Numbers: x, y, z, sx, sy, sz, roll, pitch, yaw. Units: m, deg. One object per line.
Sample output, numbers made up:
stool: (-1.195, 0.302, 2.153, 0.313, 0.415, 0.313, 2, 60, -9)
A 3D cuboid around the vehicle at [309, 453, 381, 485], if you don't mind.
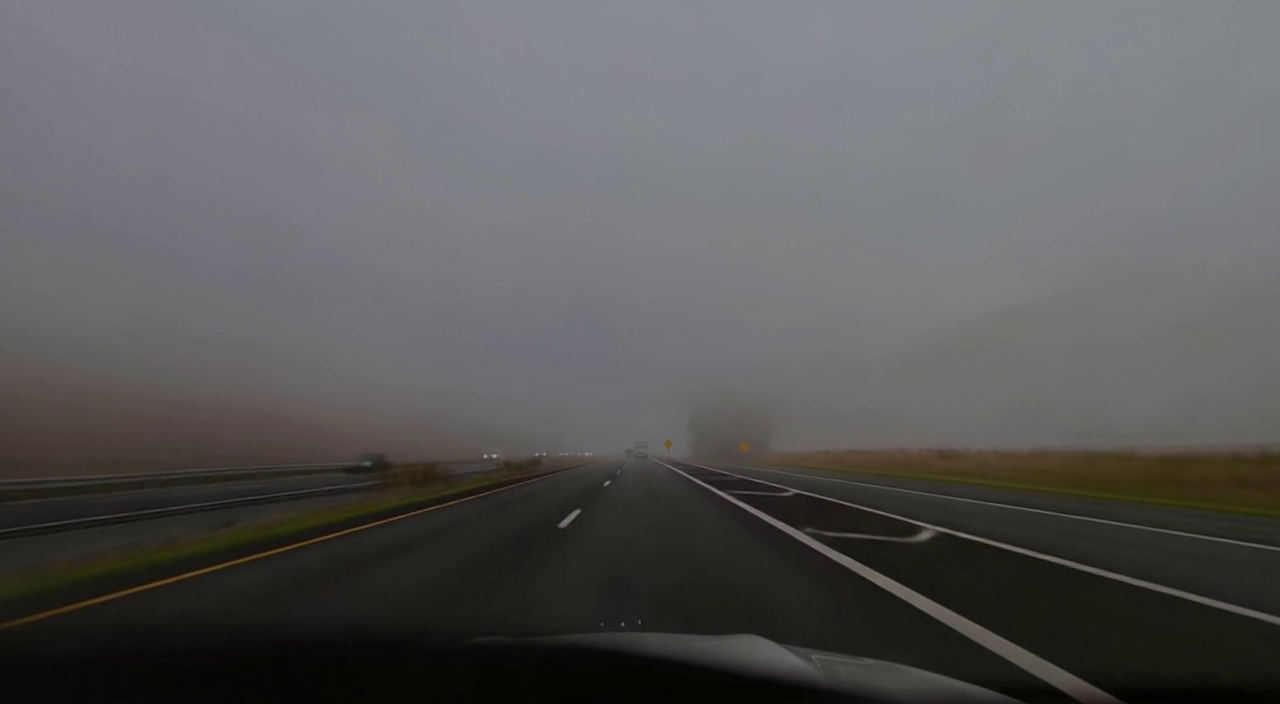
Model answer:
vehicle: (-15.705, 6.244, 33.813, 1.819, 1.560, 4.040, 0, -9, 1)
